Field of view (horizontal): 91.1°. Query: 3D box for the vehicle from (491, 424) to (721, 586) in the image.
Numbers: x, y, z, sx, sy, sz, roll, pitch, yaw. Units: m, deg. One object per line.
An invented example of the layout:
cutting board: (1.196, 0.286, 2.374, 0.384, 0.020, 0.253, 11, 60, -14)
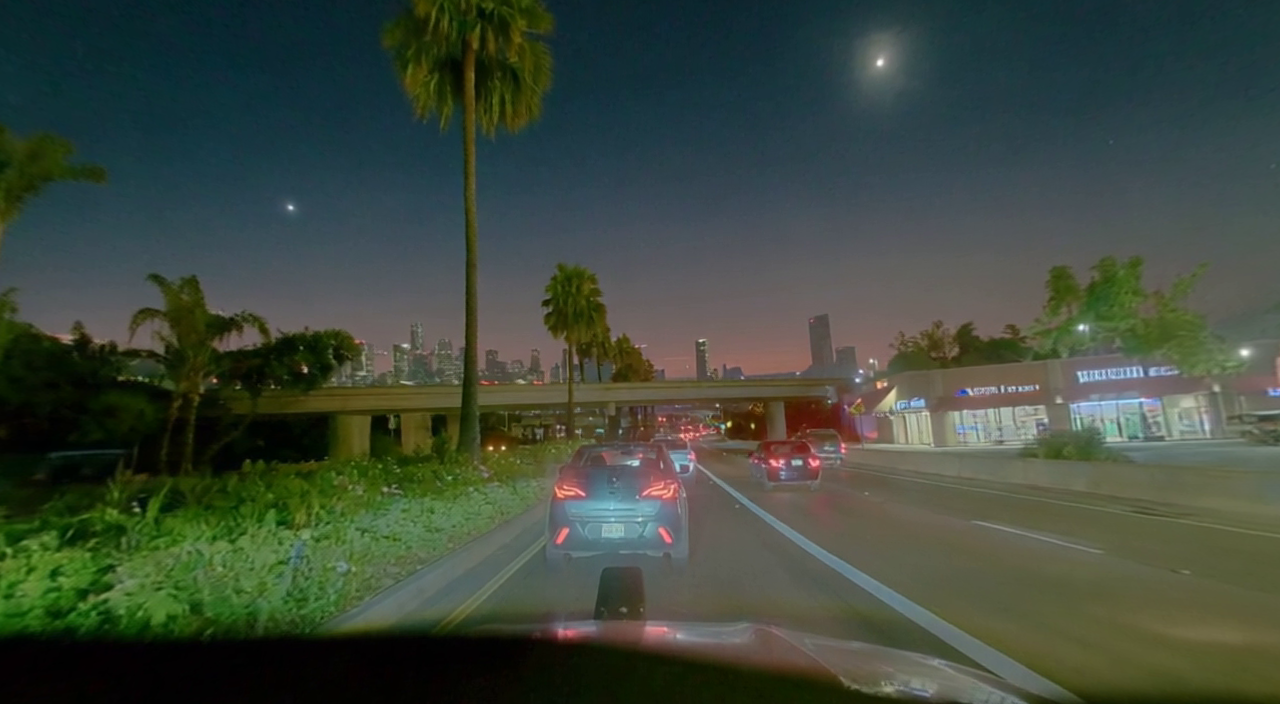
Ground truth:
vehicle: (-0.256, 1.750, 8.004, 2.172, 1.506, 4.018, 0, -9, 2)

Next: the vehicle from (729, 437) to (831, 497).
vehicle: (3.933, 3.313, 18.548, 2.034, 1.517, 4.840, 0, -9, 2)

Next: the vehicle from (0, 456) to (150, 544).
vehicle: (-12.285, 2.813, 12.166, 1.933, 1.486, 4.449, 0, -9, 0)
